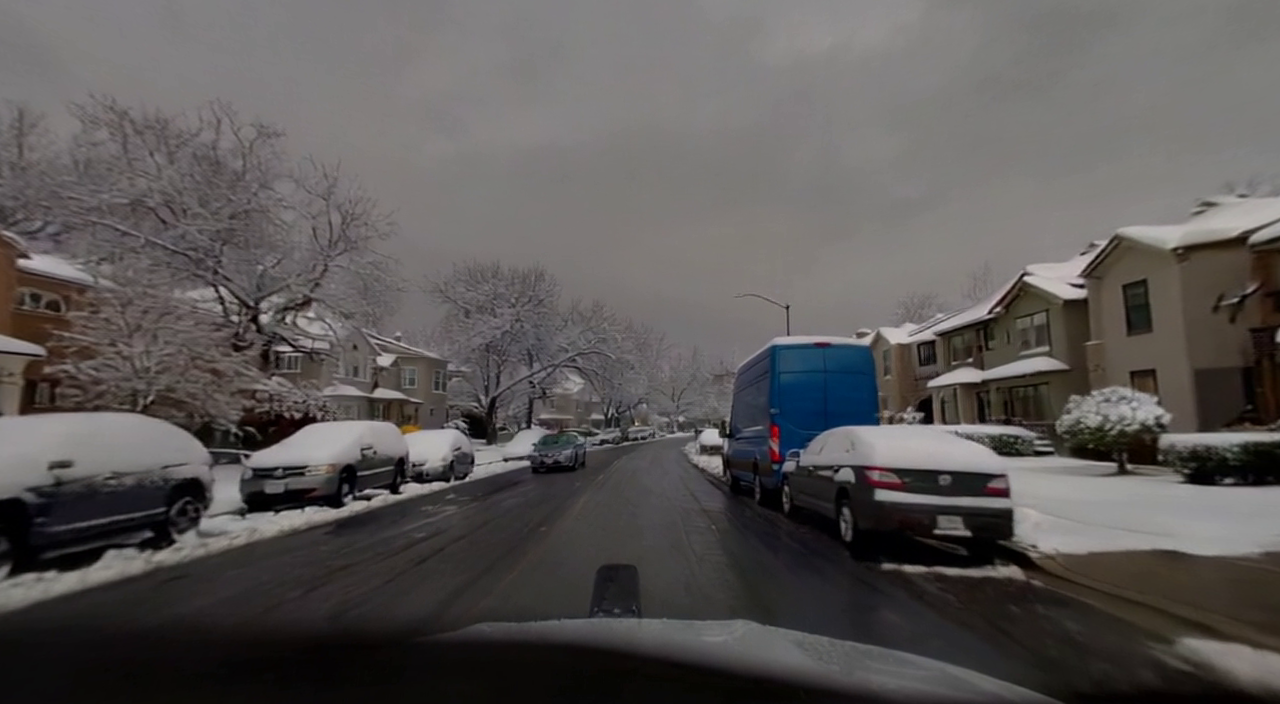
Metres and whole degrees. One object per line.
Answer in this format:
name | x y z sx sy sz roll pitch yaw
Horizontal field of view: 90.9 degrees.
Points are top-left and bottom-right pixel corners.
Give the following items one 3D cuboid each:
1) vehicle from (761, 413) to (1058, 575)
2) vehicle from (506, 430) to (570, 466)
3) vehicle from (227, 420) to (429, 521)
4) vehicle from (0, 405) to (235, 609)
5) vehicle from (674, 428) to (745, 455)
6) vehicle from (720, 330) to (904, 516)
vehicle | 2.949 1.619 8.150 1.955 1.500 4.410 0 -8 1
vehicle | -4.608 4.367 29.023 1.941 1.515 3.995 -1 -8 6
vehicle | -5.716 2.133 12.137 1.834 1.532 3.628 3 -6 3
vehicle | -5.804 1.373 5.962 1.734 1.549 3.465 -4 -7 -1
vehicle | 4.647 5.970 42.116 4.317 1.453 1.889 0 -8 -28
vehicle | 3.256 1.585 13.726 2.317 3.096 6.383 0 -7 1
